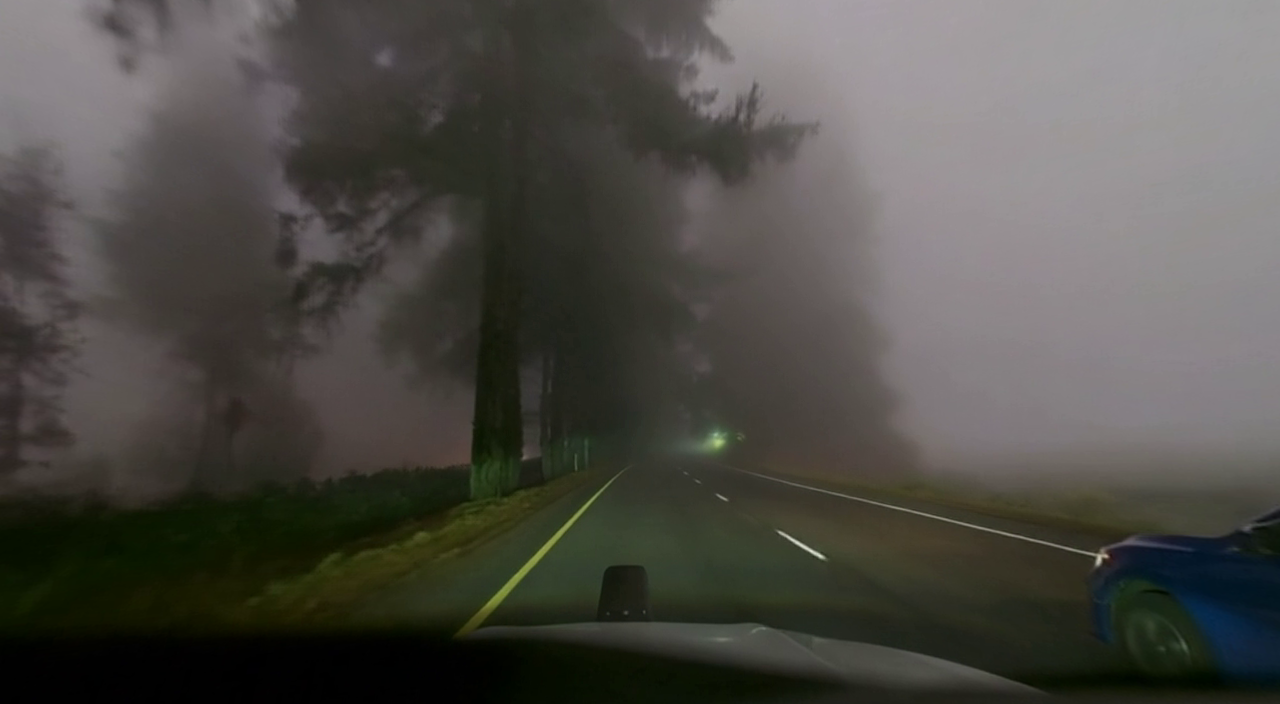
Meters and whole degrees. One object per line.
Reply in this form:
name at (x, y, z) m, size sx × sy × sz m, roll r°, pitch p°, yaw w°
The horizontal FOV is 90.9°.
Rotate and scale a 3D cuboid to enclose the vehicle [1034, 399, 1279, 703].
vehicle at (3.446, 0.787, 1.420) m, size 2.061 × 1.503 × 4.823 m, roll 0°, pitch -9°, yaw 1°
